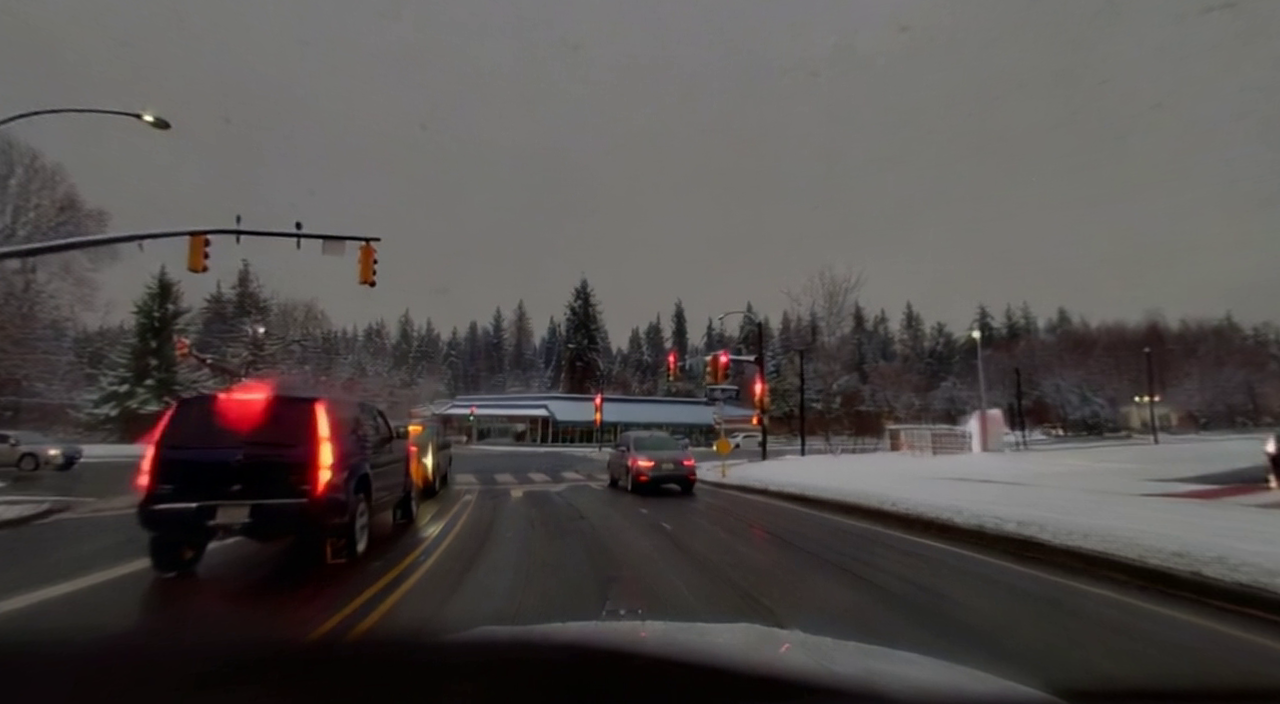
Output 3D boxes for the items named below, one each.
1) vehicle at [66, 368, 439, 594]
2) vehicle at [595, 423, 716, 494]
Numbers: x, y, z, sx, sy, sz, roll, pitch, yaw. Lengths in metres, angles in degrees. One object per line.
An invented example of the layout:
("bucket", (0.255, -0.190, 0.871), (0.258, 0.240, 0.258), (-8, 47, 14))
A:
("vehicle", (-4.245, 1.510, 8.164), (2.254, 2.006, 4.766), (2, -9, -8))
("vehicle", (0.287, 3.139, 18.864), (2.202, 1.822, 4.826), (3, -9, -16))
